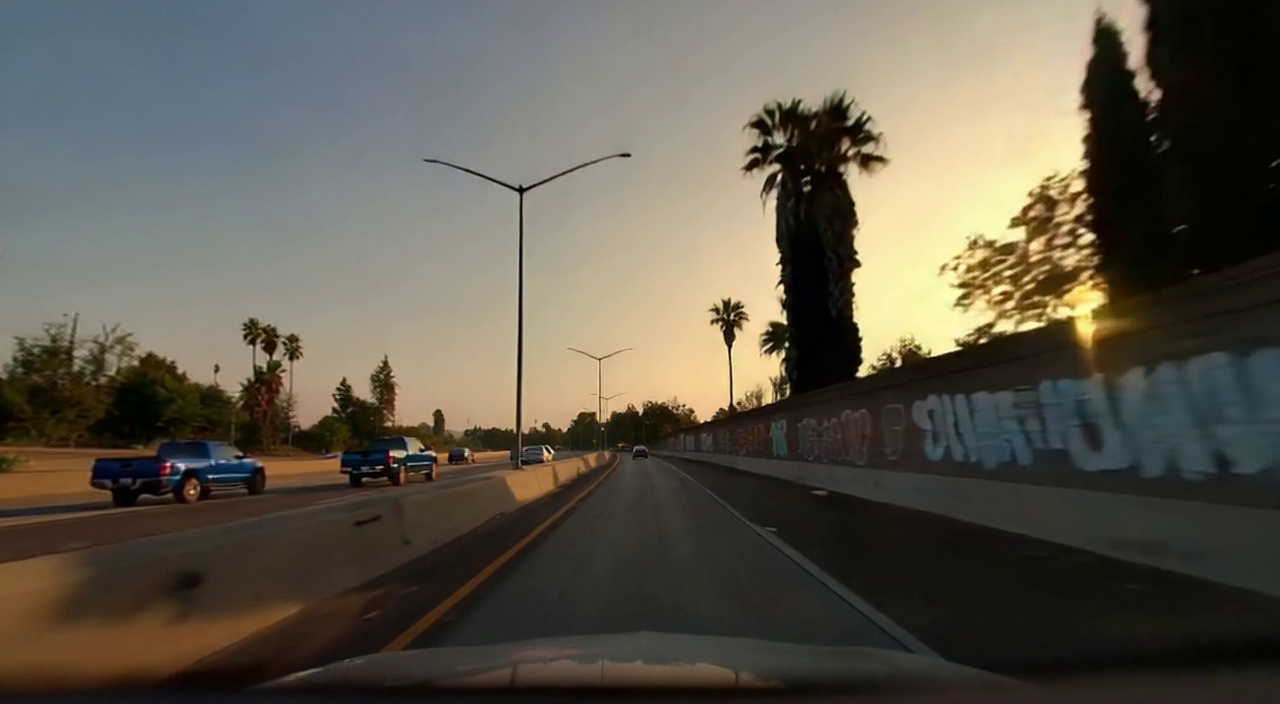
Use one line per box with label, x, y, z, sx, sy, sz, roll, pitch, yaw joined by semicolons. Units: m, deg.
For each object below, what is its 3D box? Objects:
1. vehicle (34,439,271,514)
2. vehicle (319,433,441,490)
vehicle;-14.117;3.598;18.988;2.272;1.882;5.941;0;-9;1
vehicle;-10.117;4.313;25.202;2.342;1.999;5.594;0;-9;1
